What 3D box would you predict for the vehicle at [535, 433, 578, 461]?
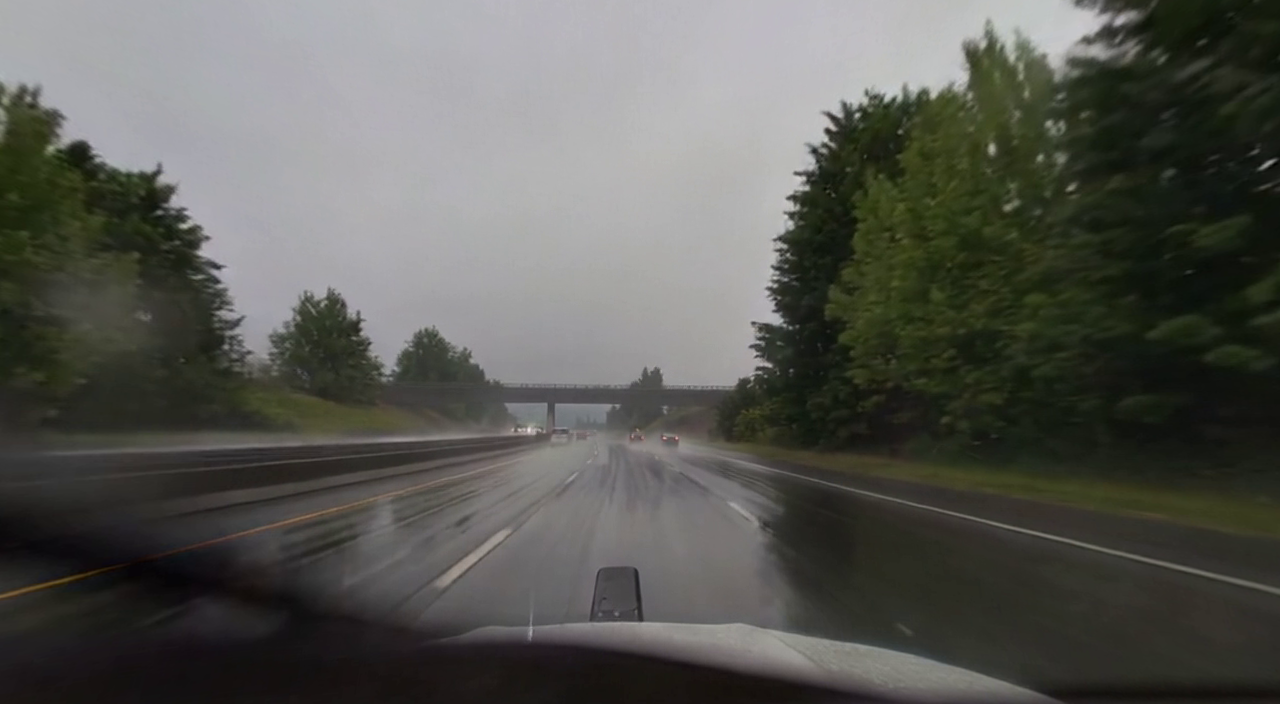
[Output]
[{"bbox_3d":[-4.574,5.222,34.751,1.966,1.460,3.519,0,-8,-1],"label":"vehicle"}]
